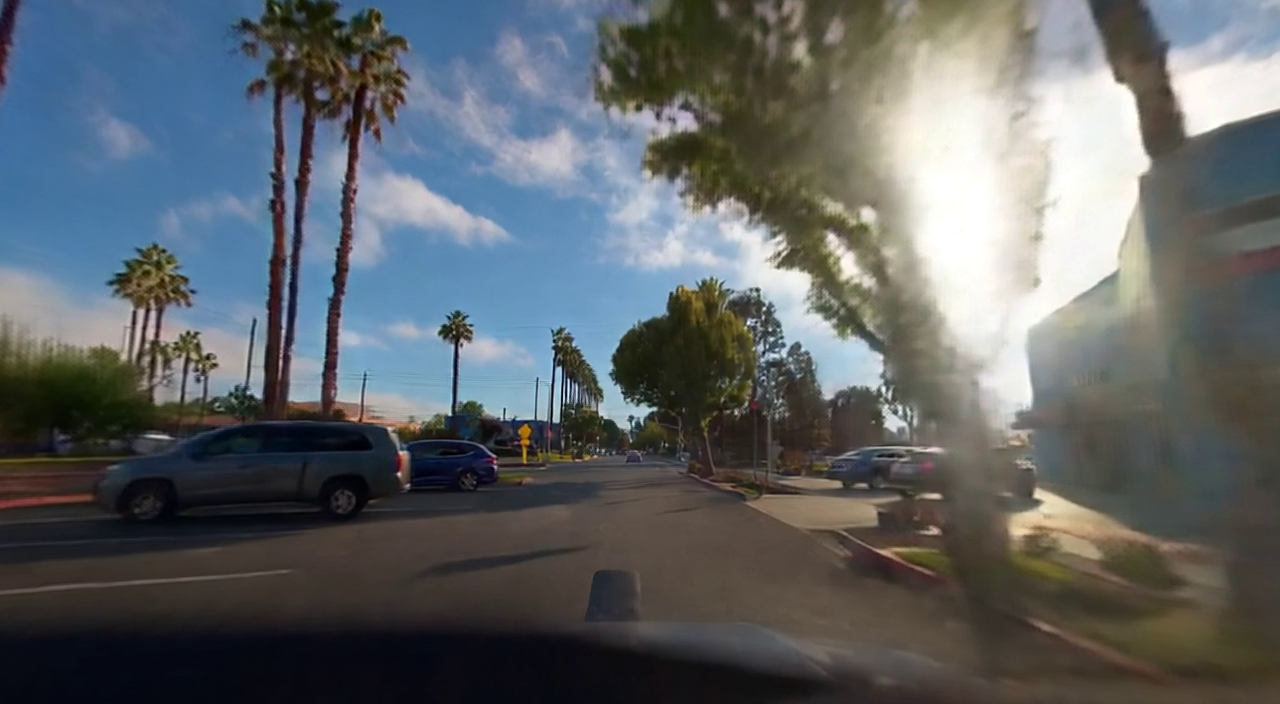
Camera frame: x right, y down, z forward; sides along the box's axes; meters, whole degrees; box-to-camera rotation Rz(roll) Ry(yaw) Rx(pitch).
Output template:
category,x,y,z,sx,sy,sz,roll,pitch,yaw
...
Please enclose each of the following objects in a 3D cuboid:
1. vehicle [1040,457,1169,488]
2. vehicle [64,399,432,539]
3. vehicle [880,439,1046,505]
category,x,y,z,sx,sy,sz,roll,pitch,yaw
vehicle,24.903,6.441,34.114,1.785,1.539,5.214,7,-12,-34
vehicle,-6.312,1.906,10.769,4.787,1.867,2.092,6,-10,-34
vehicle,9.897,3.636,19.331,4.758,1.759,2.068,5,-11,-28
